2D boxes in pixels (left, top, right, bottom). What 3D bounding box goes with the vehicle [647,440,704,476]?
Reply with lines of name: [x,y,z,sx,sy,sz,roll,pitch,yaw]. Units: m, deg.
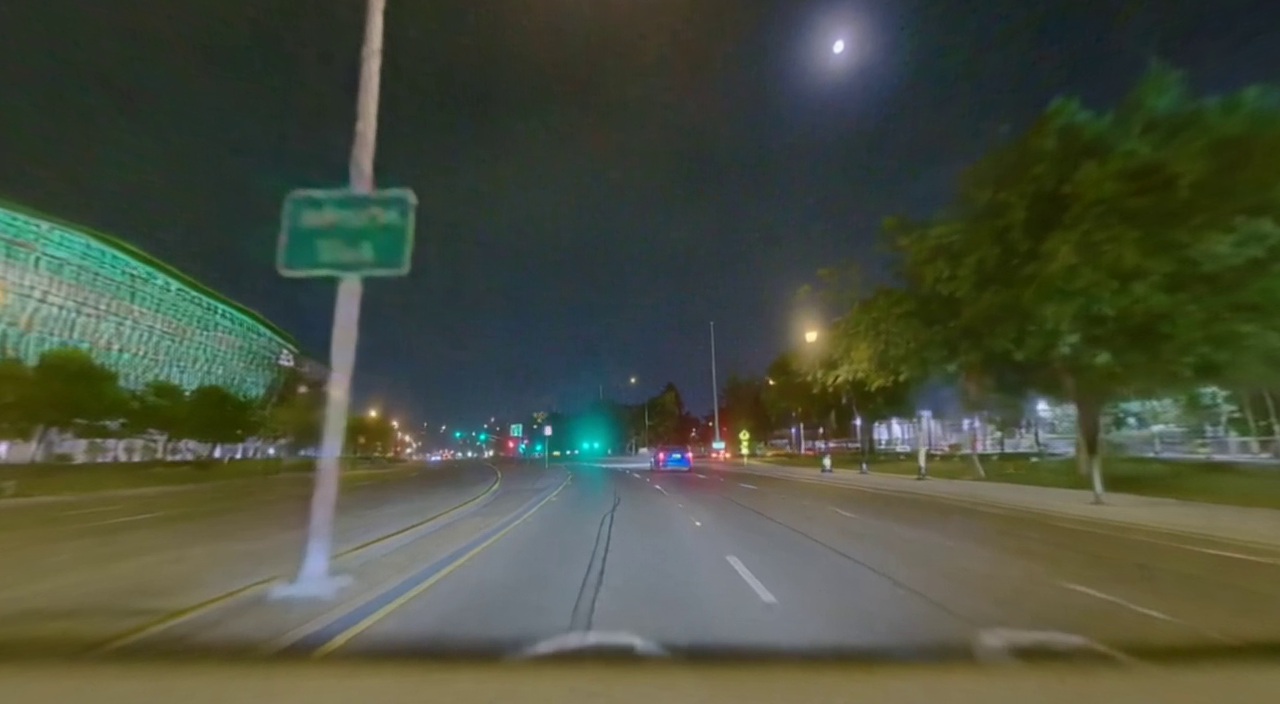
vehicle: [1.674,5.244,31.549,2.165,1.633,4.381,0,-8,-6]
